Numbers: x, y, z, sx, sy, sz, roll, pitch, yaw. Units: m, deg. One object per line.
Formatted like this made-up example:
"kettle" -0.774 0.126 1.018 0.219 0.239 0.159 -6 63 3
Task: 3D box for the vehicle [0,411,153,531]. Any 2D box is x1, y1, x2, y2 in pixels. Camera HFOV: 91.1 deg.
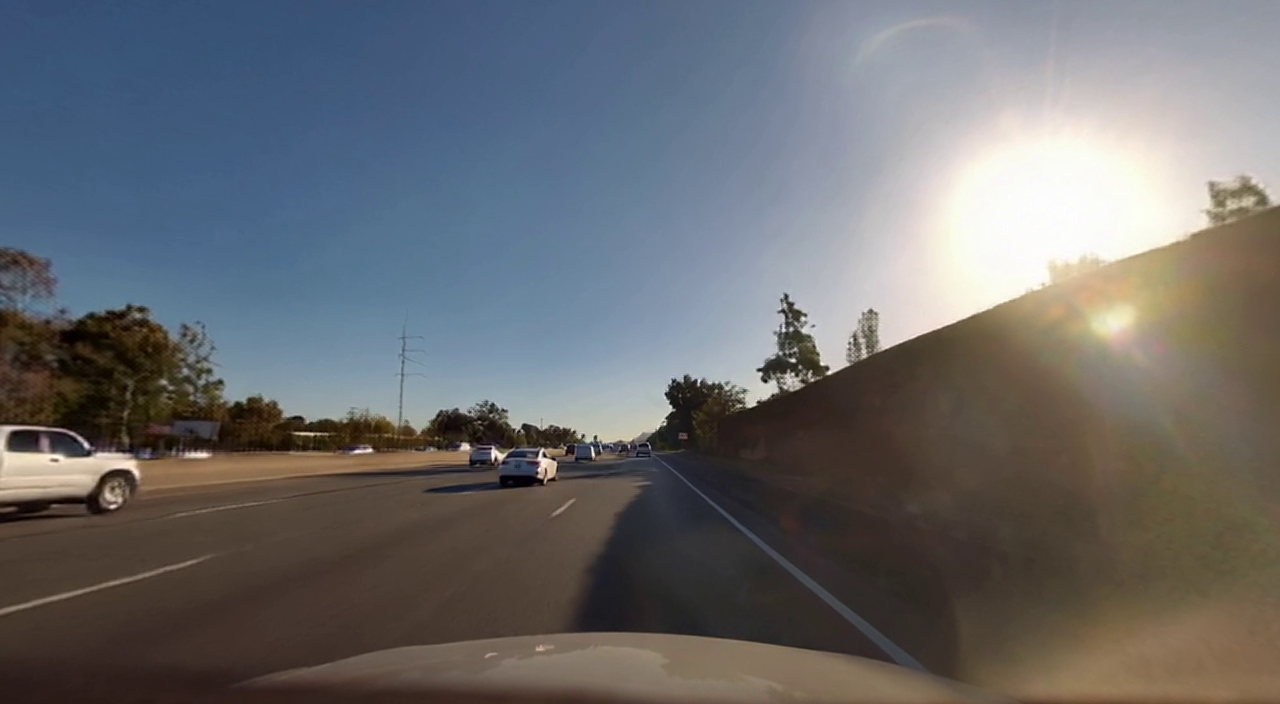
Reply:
"vehicle" -11.014 1.894 10.038 2.207 1.834 5.255 0 -8 0

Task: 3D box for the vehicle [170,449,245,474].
"vehicle" -28.678 7.244 41.841 1.866 1.513 4.363 0 -8 0

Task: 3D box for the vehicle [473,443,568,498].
"vehicle" -3.591 3.640 19.828 1.945 1.484 4.803 0 -8 1
